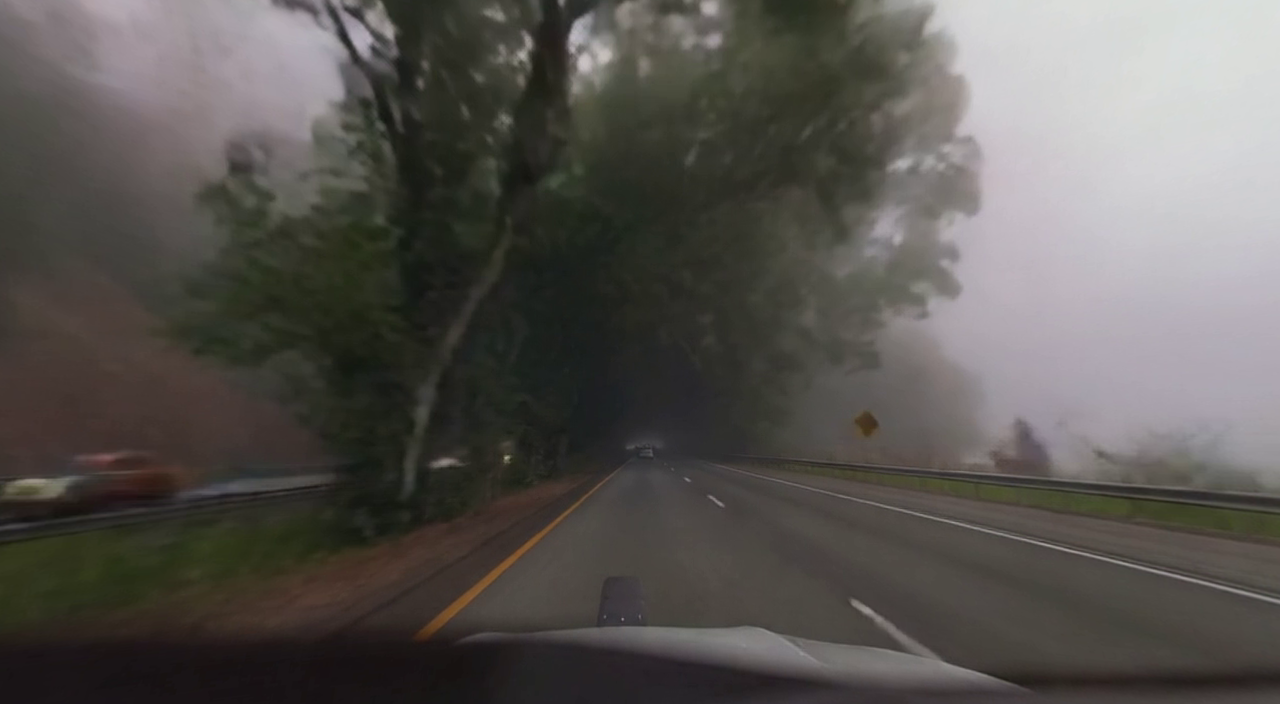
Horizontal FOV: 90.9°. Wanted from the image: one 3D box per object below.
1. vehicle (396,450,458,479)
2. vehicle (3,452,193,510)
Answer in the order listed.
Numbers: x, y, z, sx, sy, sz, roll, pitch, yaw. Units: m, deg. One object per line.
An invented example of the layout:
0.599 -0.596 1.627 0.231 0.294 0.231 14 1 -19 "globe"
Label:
-11.375 6.004 33.874 1.864 1.452 3.968 0 -9 1 "vehicle"
-15.420 3.644 18.264 1.923 1.484 3.949 0 -9 1 "vehicle"
